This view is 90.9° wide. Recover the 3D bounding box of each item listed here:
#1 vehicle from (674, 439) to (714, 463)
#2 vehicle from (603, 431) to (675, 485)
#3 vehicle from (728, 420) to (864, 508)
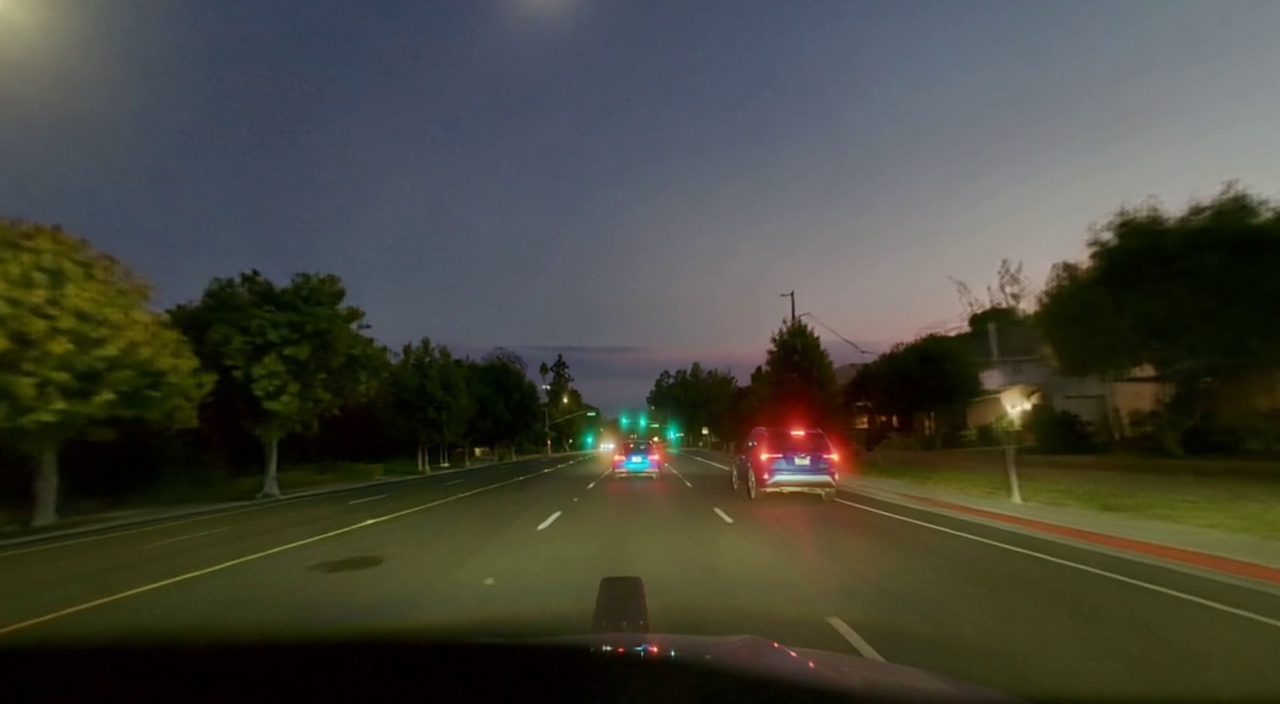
[{"bbox_3d":[3.378,6.272,40.012,2.099,1.463,4.130,0,-8,-1],"label":"vehicle"},{"bbox_3d":[-0.025,3.578,21.541,2.200,1.653,4.127,0,-8,0],"label":"vehicle"},{"bbox_3d":[3.420,2.560,14.833,2.024,1.711,4.512,0,-8,0],"label":"vehicle"}]
